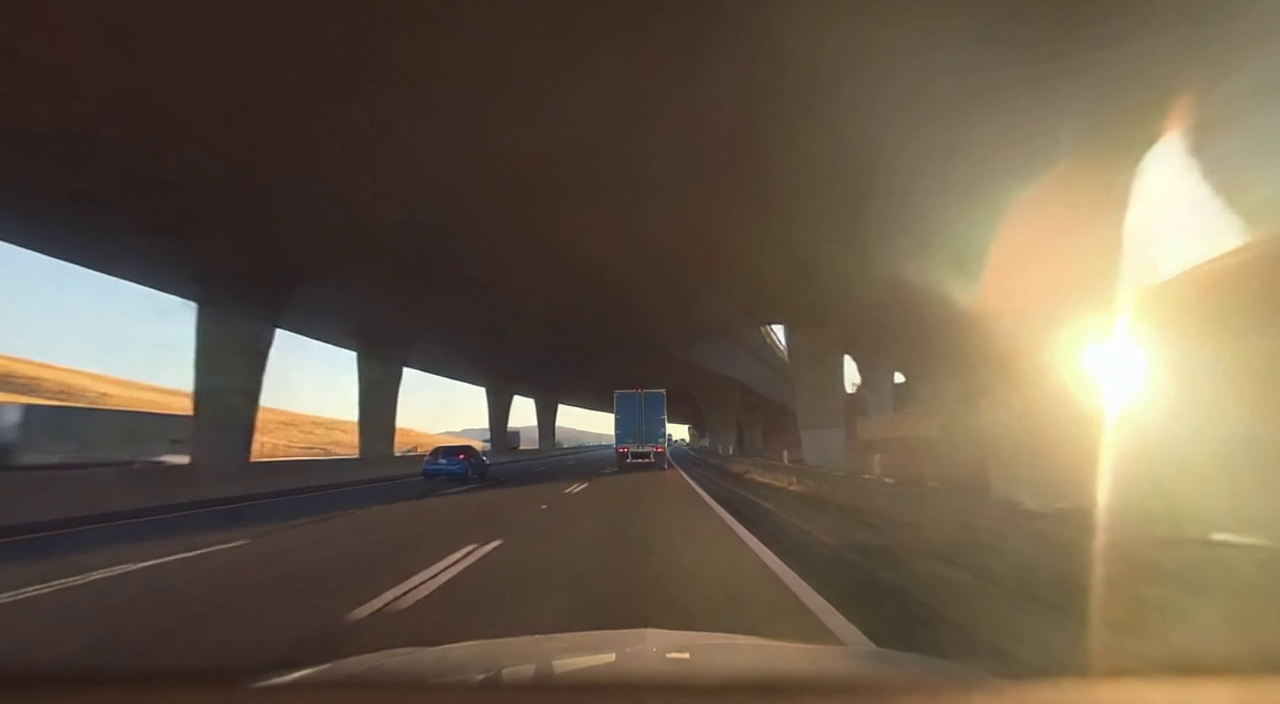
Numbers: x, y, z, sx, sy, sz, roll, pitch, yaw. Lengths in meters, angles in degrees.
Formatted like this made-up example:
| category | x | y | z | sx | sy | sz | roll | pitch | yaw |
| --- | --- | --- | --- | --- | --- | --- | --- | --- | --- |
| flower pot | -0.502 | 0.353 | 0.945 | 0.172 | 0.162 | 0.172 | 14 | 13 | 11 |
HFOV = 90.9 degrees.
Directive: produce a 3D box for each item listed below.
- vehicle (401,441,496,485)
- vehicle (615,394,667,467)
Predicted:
| category | x | y | z | sx | sy | sz | roll | pitch | yaw |
| --- | --- | --- | --- | --- | --- | --- | --- | --- | --- |
| vehicle | -7.097 | 4.158 | 23.950 | 2.078 | 1.496 | 4.563 | 0 | -8 | 1 |
| vehicle | 0.106 | 5.162 | 40.470 | 2.866 | 4.014 | 11.261 | 0 | -8 | 1 |
